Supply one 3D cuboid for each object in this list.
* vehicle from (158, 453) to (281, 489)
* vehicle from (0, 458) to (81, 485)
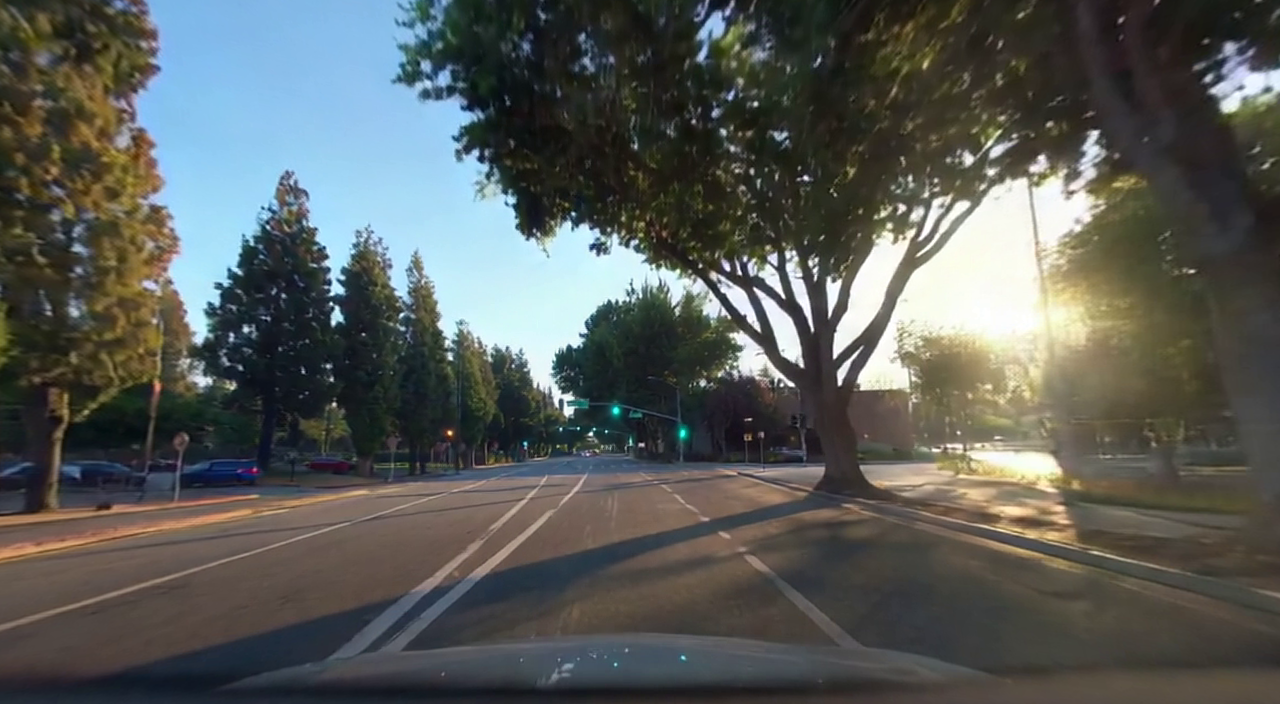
[{"bbox_3d":[-24.613,6.990,37.195,5.473,1.957,2.253,1,-8,-7],"label":"vehicle"},{"bbox_3d":[-40.550,7.949,42.106,4.377,1.654,2.018,3,-9,-18],"label":"vehicle"}]
